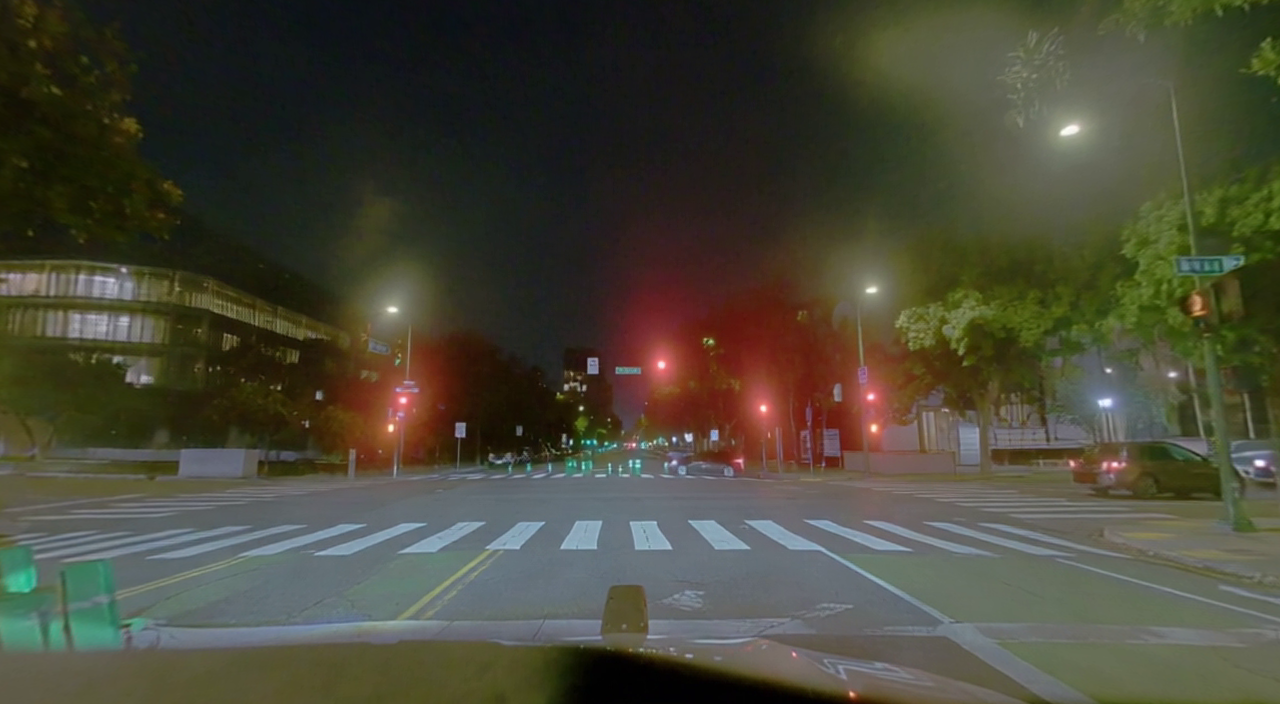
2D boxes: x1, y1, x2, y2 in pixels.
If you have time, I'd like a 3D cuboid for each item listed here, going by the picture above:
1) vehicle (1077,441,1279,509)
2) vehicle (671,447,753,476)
[{"bbox_3d":[13.029,2.791,14.550,4.424,1.436,1.804,-1,-8,5],"label":"vehicle"},{"bbox_3d":[4.015,6.143,35.668,1.972,1.522,4.368,7,-11,-42],"label":"vehicle"}]
